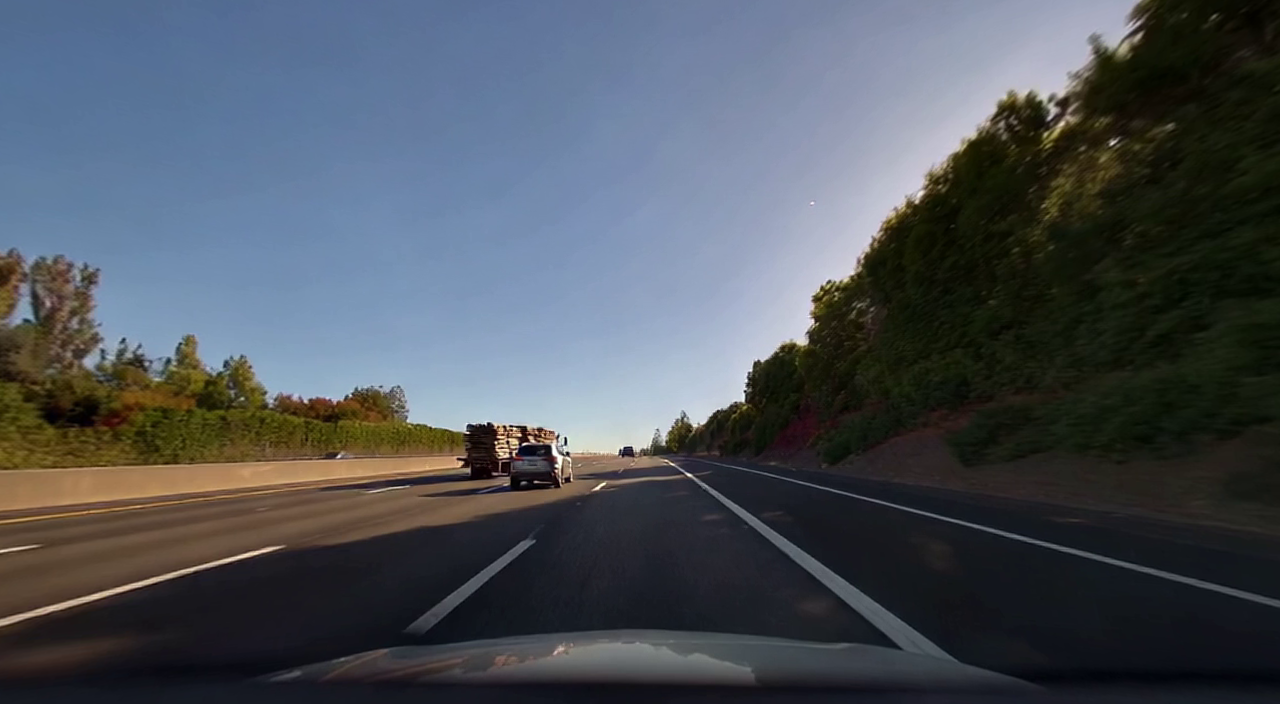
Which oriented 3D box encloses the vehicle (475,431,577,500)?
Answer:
[{"bbox_3d":[-3.196,3.286,18.687,2.114,1.787,4.365,0,-8,1],"label":"vehicle"}]
